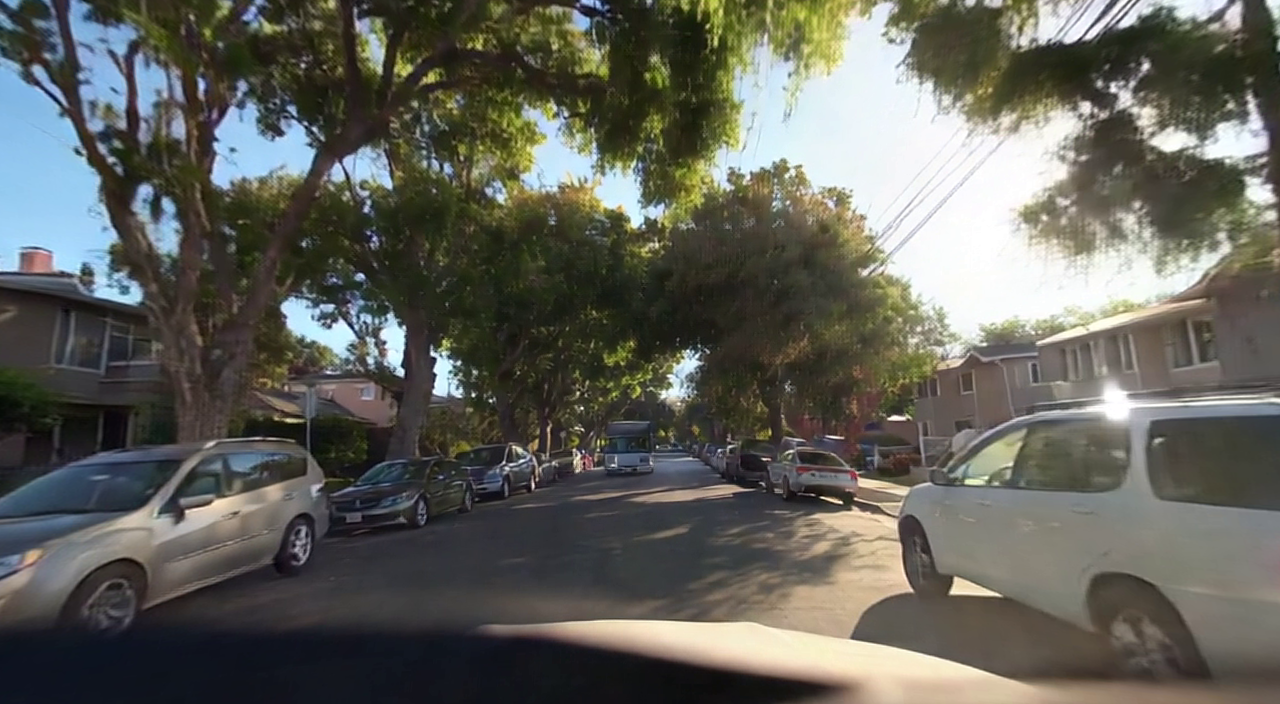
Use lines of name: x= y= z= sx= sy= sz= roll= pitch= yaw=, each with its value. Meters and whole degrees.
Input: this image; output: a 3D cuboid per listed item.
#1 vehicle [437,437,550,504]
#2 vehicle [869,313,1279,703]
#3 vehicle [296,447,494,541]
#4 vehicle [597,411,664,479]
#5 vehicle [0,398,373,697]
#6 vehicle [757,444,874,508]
vehicle: x=-4.343 y=3.576 z=19.748 sx=2.002 sy=1.781 sz=5.380 roll=0 pitch=-8 yaw=3
vehicle: x=3.590 y=1.119 z=4.513 sx=2.182 sy=1.900 sz=4.779 roll=0 pitch=-8 yaw=1
vehicle: x=-4.540 y=2.659 z=12.670 sx=1.861 sy=1.474 sz=4.749 roll=0 pitch=-8 yaw=3
vehicle: x=-0.282 y=4.495 z=30.482 sx=2.716 sy=2.887 sz=6.781 roll=-1 pitch=-8 yaw=4
vehicle: x=-4.925 y=1.560 z=6.431 sx=2.203 sy=1.815 sz=4.972 roll=0 pitch=-8 yaw=0
vehicle: x=4.515 y=3.230 z=17.002 sx=1.813 sy=1.468 sz=4.267 roll=0 pitch=-8 yaw=-2
